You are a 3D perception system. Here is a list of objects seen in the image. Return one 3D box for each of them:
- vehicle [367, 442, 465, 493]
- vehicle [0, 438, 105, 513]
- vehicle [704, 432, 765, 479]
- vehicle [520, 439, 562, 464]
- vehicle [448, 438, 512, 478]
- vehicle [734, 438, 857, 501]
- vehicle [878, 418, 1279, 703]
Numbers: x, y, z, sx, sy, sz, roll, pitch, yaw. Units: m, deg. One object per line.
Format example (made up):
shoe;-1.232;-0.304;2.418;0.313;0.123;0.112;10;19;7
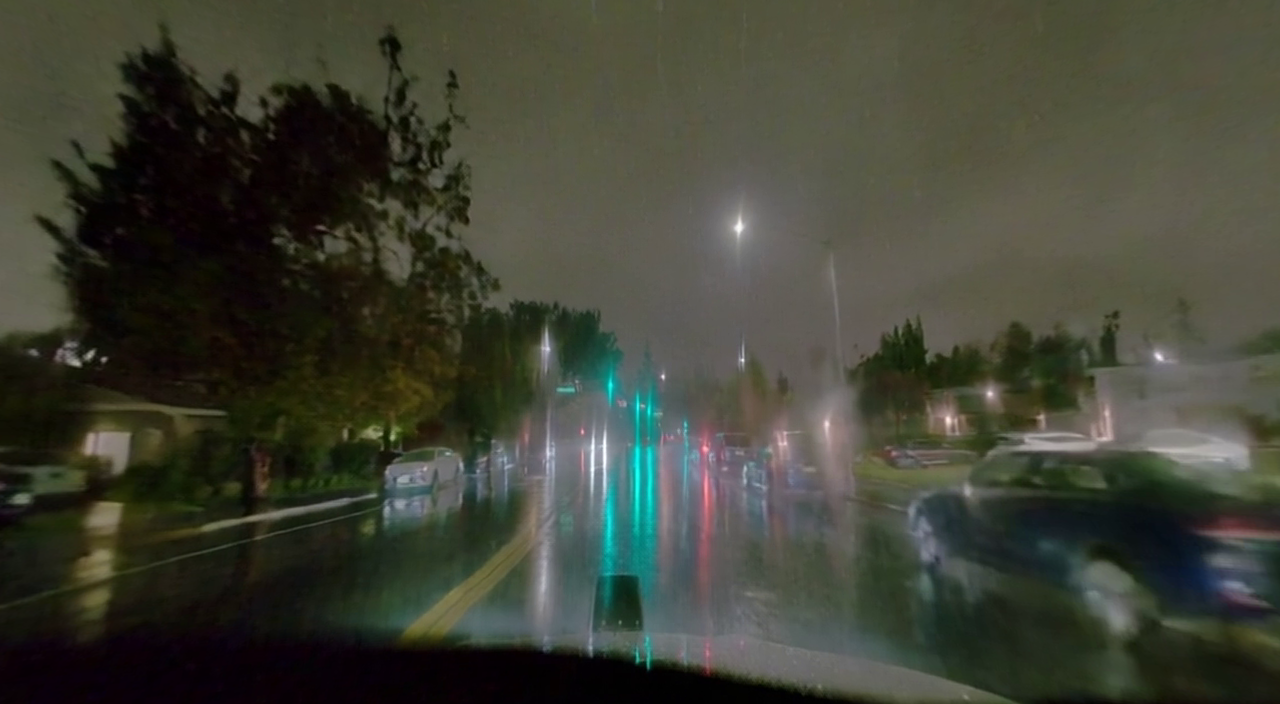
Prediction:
vehicle;-7.526;3.879;21.548;1.976;1.554;3.654;0;-8;1
vehicle;-14.157;2.621;13.469;1.921;1.518;3.799;0;-9;2
vehicle;3.887;4.308;26.606;1.908;1.788;4.397;0;-8;1
vehicle;-7.313;7.377;46.870;2.150;1.766;5.483;0;-8;1
vehicle;-7.541;5.035;30.168;1.994;1.718;4.518;0;-8;-1
vehicle;3.918;3.025;16.671;2.036;1.405;4.312;0;-8;-2
vehicle;4.026;1.414;5.529;2.005;1.466;4.767;0;-8;0
